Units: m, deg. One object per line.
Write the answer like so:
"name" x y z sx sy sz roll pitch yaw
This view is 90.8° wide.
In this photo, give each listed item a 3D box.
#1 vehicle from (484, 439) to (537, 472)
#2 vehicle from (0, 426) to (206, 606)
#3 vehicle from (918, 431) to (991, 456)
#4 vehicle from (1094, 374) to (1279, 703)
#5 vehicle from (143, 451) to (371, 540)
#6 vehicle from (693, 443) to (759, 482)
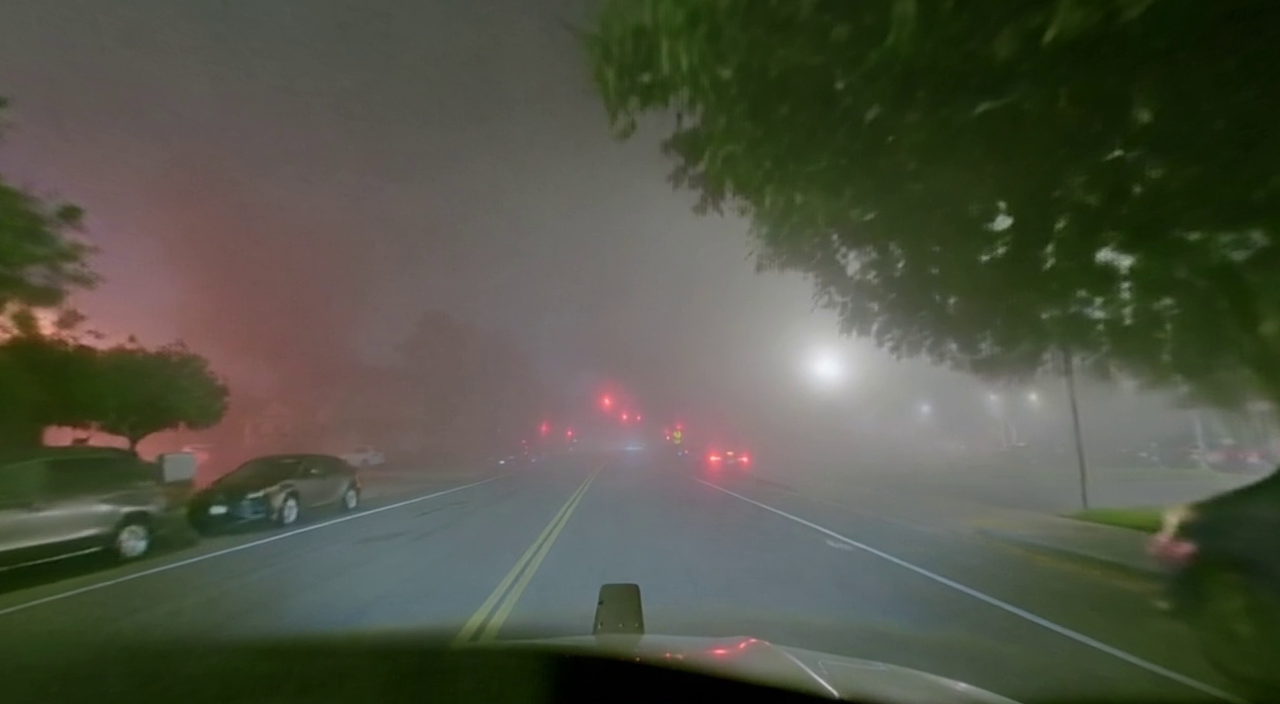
"vehicle" -8.397 6.744 41.443 2.420 2.004 5.615 0 -9 -2
"vehicle" -7.217 1.685 6.778 2.092 1.706 4.356 0 -9 -2
"vehicle" 24.393 7.102 49.075 4.476 1.795 2.055 -1 -9 -2
"vehicle" 4.257 0.807 2.067 1.992 1.703 4.503 0 -9 -3
"vehicle" -7.363 2.751 12.828 1.954 1.430 4.395 0 -9 -2
"vehicle" 3.633 4.753 27.584 1.955 1.536 4.395 1 -9 -4
